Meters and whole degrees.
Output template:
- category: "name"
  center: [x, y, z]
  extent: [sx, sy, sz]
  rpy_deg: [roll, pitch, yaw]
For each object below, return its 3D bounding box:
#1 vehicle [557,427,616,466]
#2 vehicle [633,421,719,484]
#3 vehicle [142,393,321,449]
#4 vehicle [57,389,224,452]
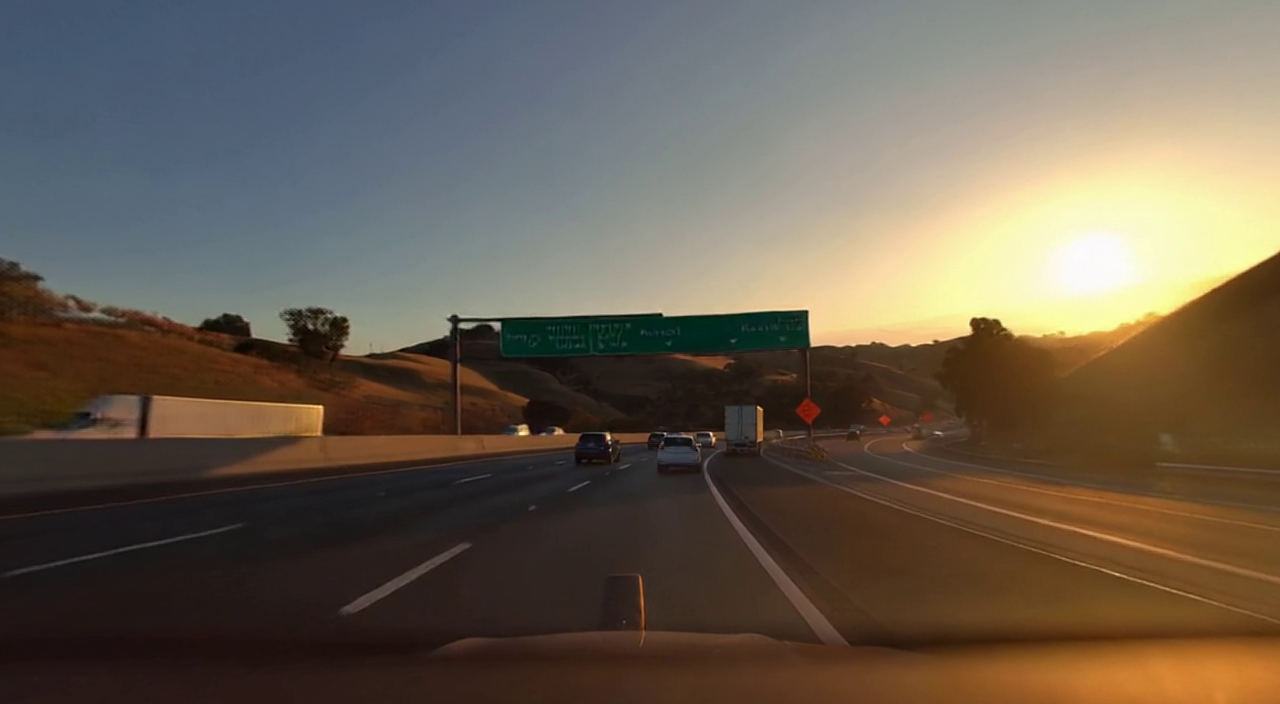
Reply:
- category: "vehicle"
  center: [-2.514, 4.598, 30.779]
  extent: [2.077, 1.712, 4.406]
  rpy_deg: [-1, -8, 6]
- category: "vehicle"
  center: [1.172, 3.247, 20.598]
  extent: [2.484, 1.820, 4.497]
  rpy_deg: [-1, -8, 4]
- category: "vehicle"
  center: [-30.271, 5.519, 48.179]
  extent: [2.795, 3.678, 13.742]
  rpy_deg: [-1, -8, 9]
- category: "vehicle"
  center: [-31.454, 4.550, 40.395]
  extent: [3.058, 3.587, 8.301]
  rpy_deg: [-1, -8, 7]
